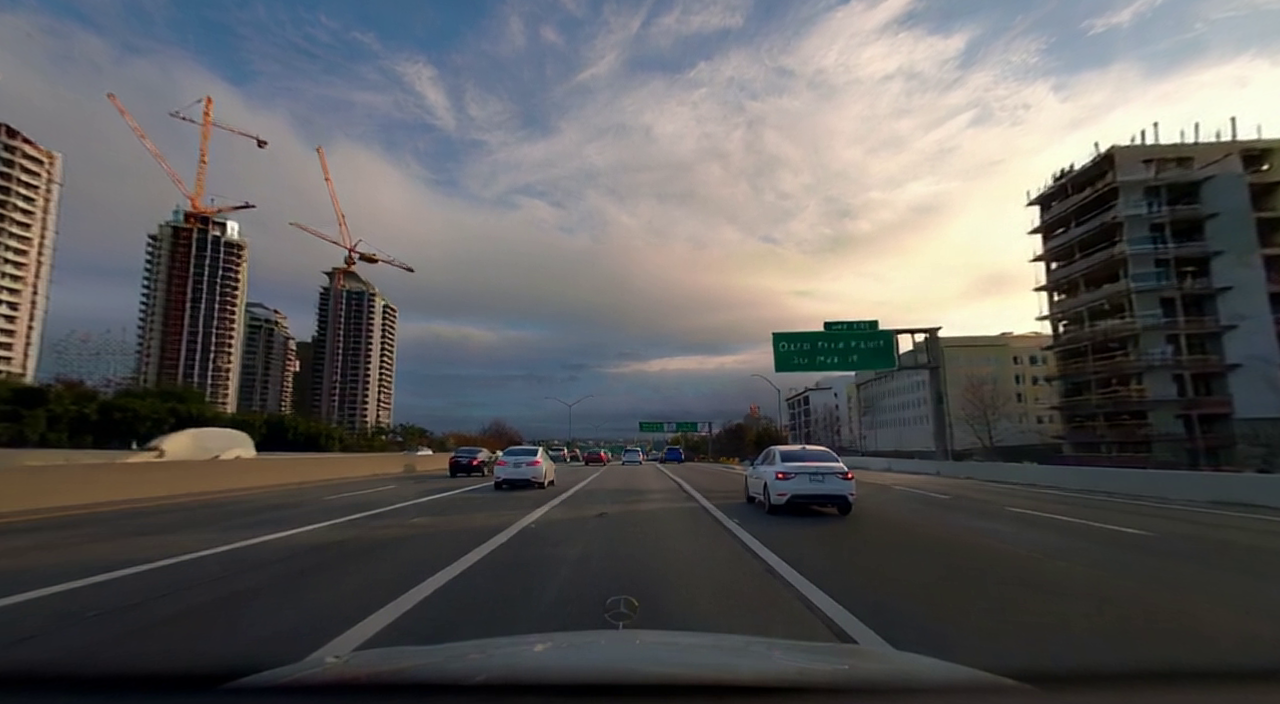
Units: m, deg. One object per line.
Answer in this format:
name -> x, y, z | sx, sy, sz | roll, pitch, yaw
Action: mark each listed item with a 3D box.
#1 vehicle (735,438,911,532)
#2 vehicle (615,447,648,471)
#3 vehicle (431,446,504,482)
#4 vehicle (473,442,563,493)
vehicle -> 3.275, 2.465, 12.406 | 1.995, 1.486, 4.463 | 0, -9, -2
vehicle -> -0.550, 7.014, 41.504 | 2.019, 1.472, 3.971 | 0, -9, -1
vehicle -> -7.909, 5.157, 29.490 | 2.043, 1.494, 4.824 | 0, -9, 0
vehicle -> -3.978, 3.841, 21.464 | 2.136, 1.512, 4.488 | 0, -9, 1
